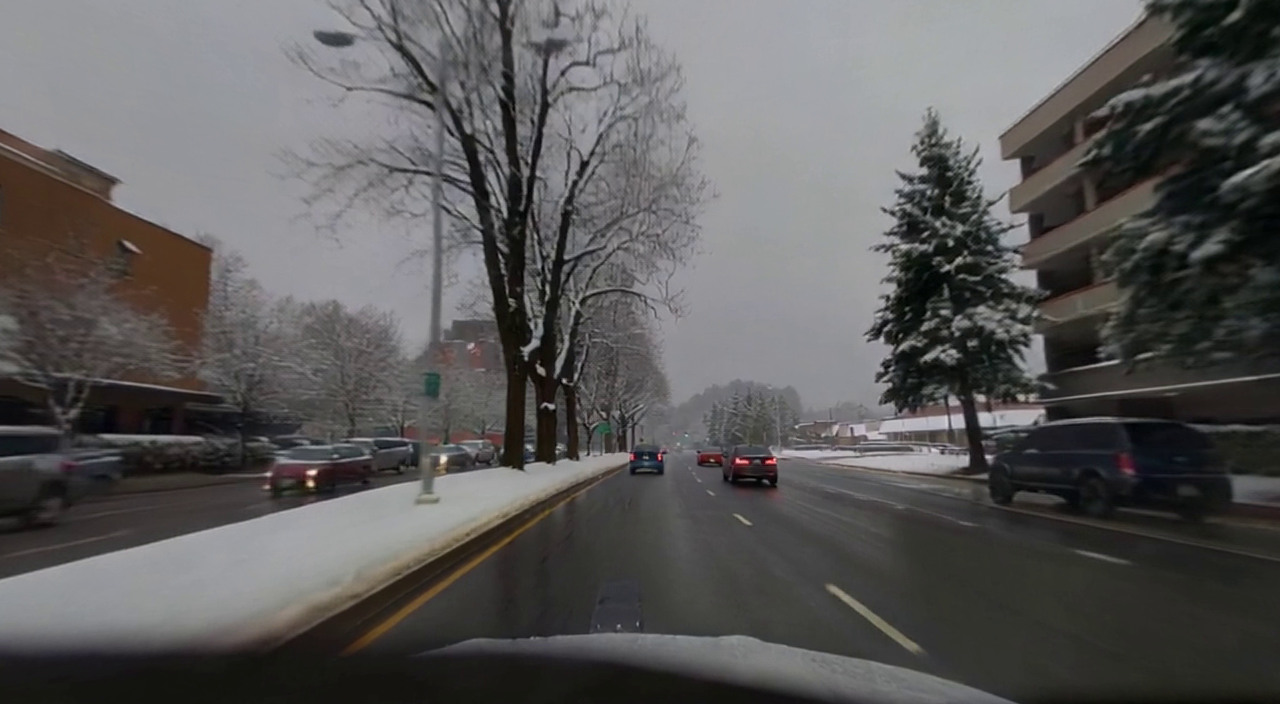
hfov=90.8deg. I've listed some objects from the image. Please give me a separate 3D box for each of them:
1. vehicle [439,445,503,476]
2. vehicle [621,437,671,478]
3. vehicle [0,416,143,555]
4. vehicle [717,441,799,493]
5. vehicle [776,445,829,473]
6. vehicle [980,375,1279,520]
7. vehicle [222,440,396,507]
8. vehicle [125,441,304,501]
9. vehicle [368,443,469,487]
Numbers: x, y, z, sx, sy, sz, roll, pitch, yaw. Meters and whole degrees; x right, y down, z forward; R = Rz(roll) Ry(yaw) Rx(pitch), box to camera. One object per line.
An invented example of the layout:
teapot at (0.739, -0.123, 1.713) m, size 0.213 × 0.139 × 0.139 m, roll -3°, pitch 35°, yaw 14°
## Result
vehicle at (-8.353, 5.395, 31.670) m, size 1.850 × 1.447 × 4.436 m, roll 0°, pitch -9°, yaw 2°
vehicle at (0.329, 4.703, 28.271) m, size 2.101 × 1.694 × 3.979 m, roll 0°, pitch -9°, yaw 2°
vehicle at (-8.956, 1.656, 7.818) m, size 1.934 × 1.713 × 4.441 m, roll 0°, pitch -9°, yaw 0°
vehicle at (3.627, 3.609, 20.136) m, size 1.852 × 1.498 × 3.825 m, roll 0°, pitch -9°, yaw 0°
vehicle at (9.097, 6.011, 35.769) m, size 1.860 × 1.475 × 4.488 m, roll 0°, pitch -9°, yaw 0°
vehicle at (11.724, 2.375, 15.866) m, size 2.790 × 2.897 × 6.326 m, roll 0°, pitch -9°, yaw 0°
vehicle at (-8.258, 3.055, 16.372) m, size 1.992 × 1.465 × 4.458 m, roll 0°, pitch -9°, yaw 2°
vehicle at (-11.786, 3.295, 17.974) m, size 1.839 × 1.468 × 4.536 m, roll 0°, pitch -9°, yaw 2°
vehicle at (-8.033, 4.128, 23.410) m, size 2.007 × 1.443 × 4.447 m, roll 0°, pitch -9°, yaw 2°
